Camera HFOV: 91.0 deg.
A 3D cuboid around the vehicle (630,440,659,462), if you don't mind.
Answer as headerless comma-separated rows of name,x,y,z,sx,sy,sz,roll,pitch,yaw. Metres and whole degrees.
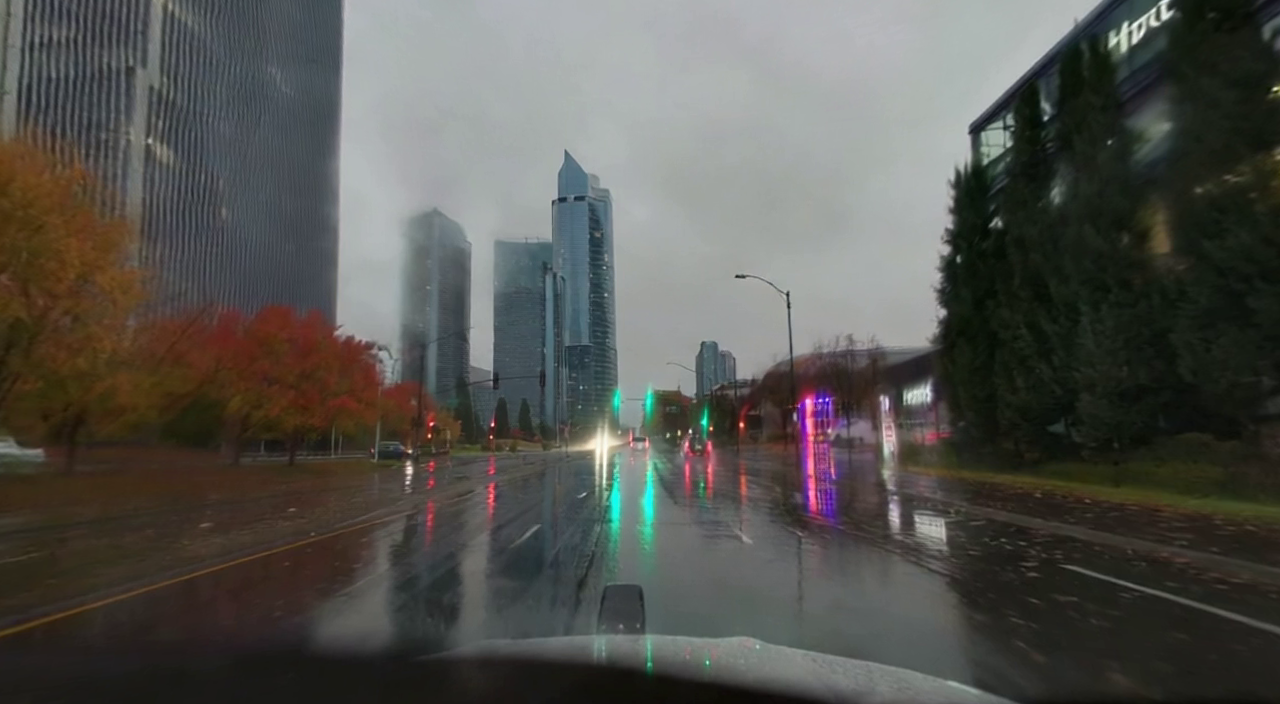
vehicle,0.325,7.467,47.583,2.014,1.525,4.197,0,-9,-2
